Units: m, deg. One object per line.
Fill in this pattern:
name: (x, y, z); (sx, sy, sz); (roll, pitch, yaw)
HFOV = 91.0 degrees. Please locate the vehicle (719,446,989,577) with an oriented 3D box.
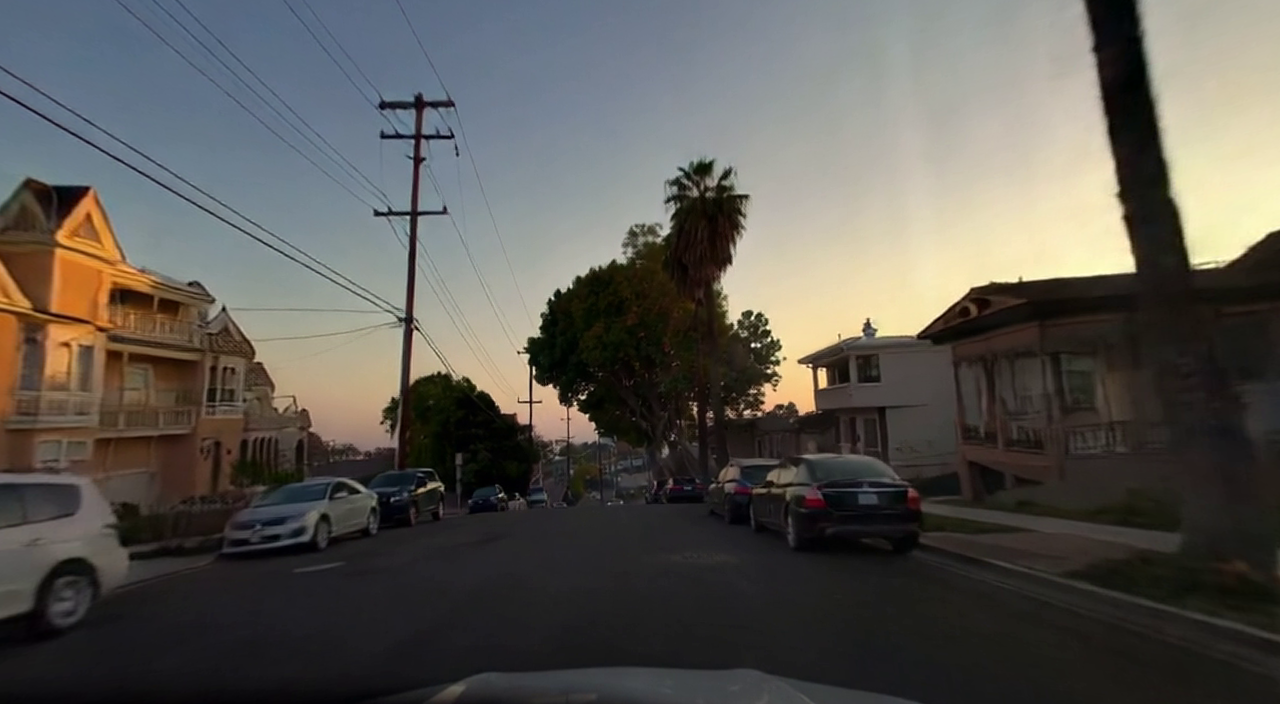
vehicle: (2.844, 2.222, 9.805); (2.212, 1.476, 4.678); (1, -8, -5)

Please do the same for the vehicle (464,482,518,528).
vehicle: (-7.557, 7.780, 32.372); (1.933, 1.824, 5.142); (0, -8, -5)

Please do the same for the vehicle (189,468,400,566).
vehicle: (-6.706, 3.213, 12.911); (1.960, 1.437, 4.454); (0, -8, -3)

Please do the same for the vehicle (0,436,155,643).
vehicle: (-6.208, 1.479, 4.671); (1.887, 1.706, 4.411); (0, -8, -4)

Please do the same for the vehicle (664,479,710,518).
vehicle: (2.104, 6.739, 29.257); (1.756, 1.455, 3.965); (0, -8, -1)
